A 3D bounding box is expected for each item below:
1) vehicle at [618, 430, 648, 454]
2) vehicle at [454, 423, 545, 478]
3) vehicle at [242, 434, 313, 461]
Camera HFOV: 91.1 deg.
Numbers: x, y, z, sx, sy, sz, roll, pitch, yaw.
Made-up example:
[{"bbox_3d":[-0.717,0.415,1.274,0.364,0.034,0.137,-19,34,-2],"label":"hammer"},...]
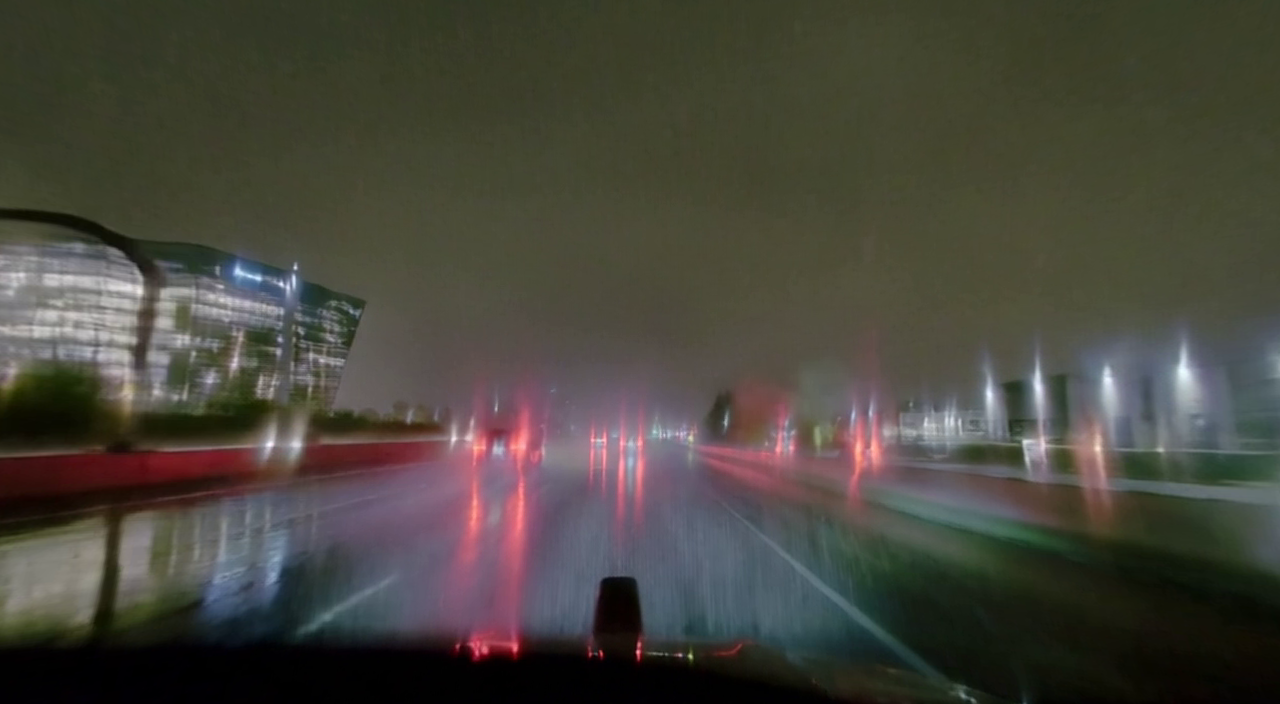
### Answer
[{"bbox_3d":[-0.486,6.360,44.438,2.036,1.637,4.009,0,-8,-1],"label":"vehicle"},{"bbox_3d":[-4.546,3.265,21.135,2.036,1.612,4.510,0,-8,0],"label":"vehicle"},{"bbox_3d":[-21.179,5.574,36.927,1.807,1.443,3.987,0,-8,-1],"label":"vehicle"}]
